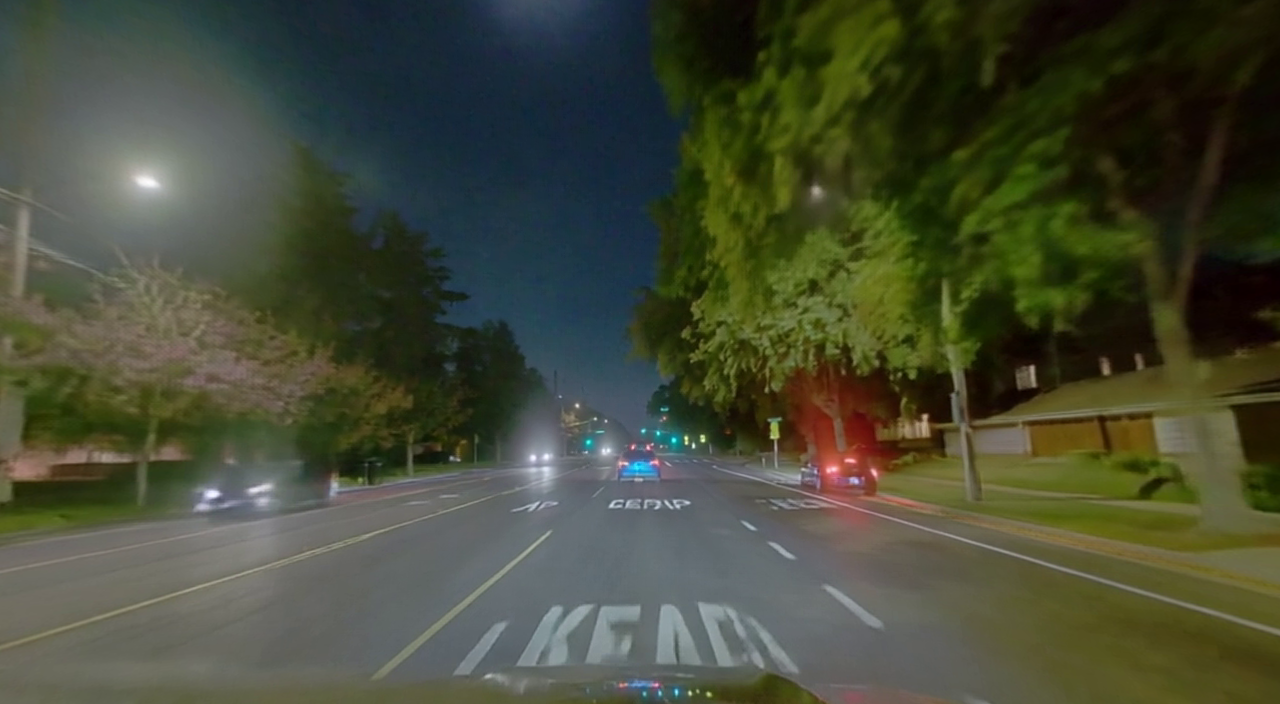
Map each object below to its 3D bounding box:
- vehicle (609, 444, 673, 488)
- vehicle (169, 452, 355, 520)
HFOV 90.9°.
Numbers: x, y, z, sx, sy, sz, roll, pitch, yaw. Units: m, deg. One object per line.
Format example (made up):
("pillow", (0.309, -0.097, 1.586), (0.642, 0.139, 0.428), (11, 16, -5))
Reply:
("vehicle", (0.030, 4.221, 23.737), (2.158, 1.469, 4.909), (0, -9, 0))
("vehicle", (-9.532, 3.381, 16.456), (2.030, 1.468, 4.469), (-1, -9, 1))
